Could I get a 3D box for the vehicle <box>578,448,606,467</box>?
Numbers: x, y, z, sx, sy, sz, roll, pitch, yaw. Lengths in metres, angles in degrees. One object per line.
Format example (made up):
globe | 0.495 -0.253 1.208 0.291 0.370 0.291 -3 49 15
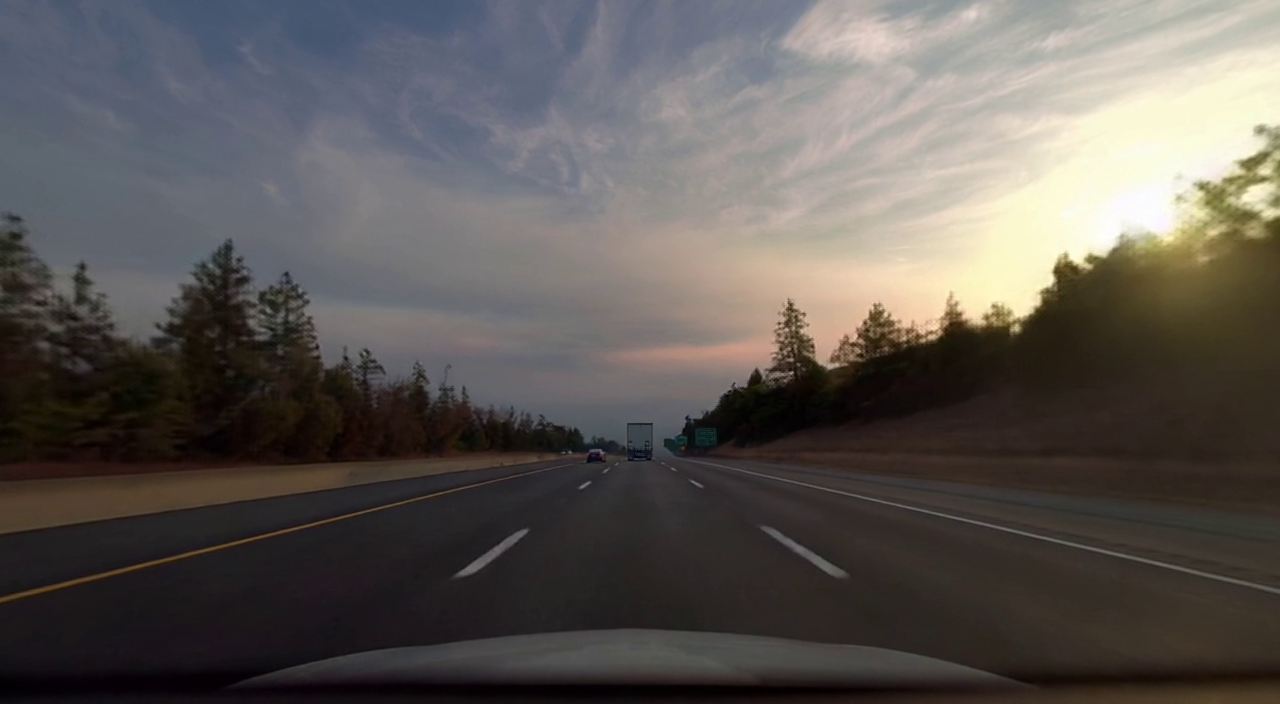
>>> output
vehicle | -3.666 8.169 49.035 1.955 1.438 4.100 0 -9 -1
